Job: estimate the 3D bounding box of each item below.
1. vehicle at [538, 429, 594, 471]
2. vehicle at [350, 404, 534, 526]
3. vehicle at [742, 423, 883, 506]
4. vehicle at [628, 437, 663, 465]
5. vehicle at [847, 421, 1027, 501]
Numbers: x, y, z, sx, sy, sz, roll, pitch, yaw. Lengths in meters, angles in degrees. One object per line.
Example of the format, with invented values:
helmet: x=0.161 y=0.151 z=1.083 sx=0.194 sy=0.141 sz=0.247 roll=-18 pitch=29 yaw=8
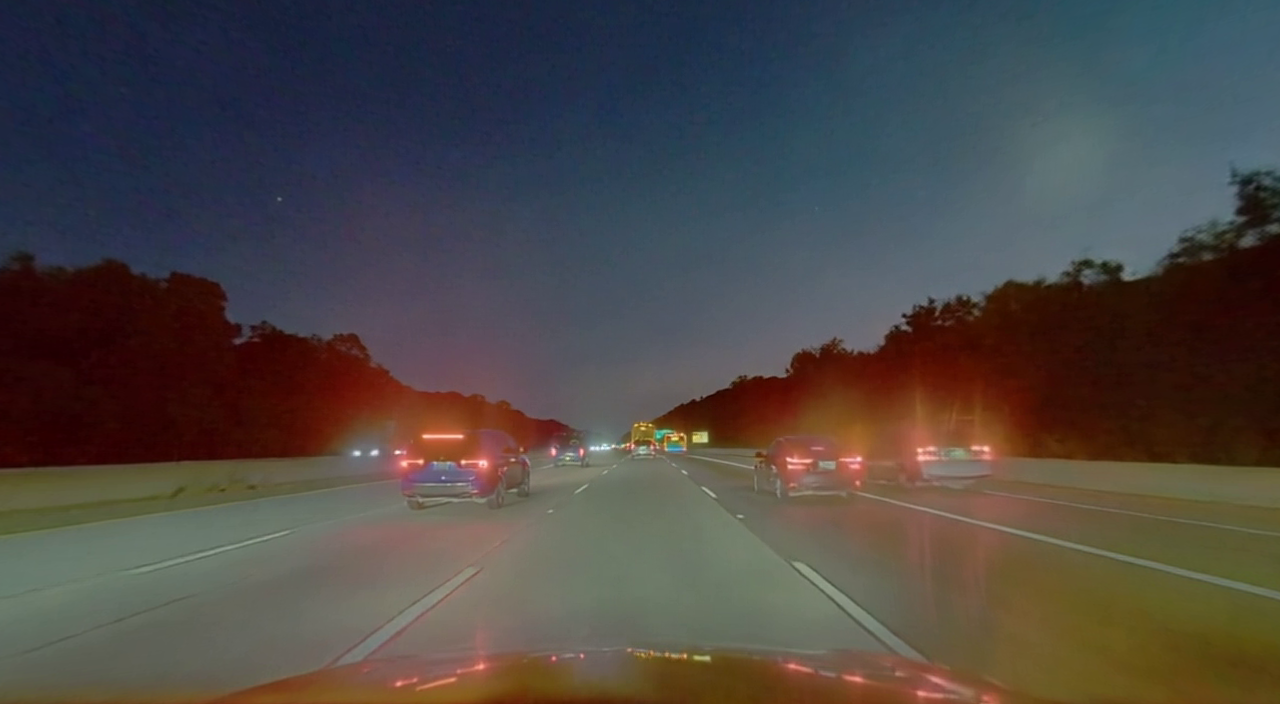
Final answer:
vehicle: x=-3.502 y=4.756 z=30.653 sx=2.155 sy=1.843 sz=4.567 roll=0 pitch=-8 yaw=0
vehicle: x=-3.490 y=2.106 z=12.208 sx=2.016 sy=1.898 sz=4.458 roll=0 pitch=-8 yaw=1
vehicle: x=3.896 y=2.643 z=15.227 sx=2.050 sy=1.661 sz=4.636 roll=0 pitch=-8 yaw=-1
vehicle: x=0.325 y=6.128 z=39.218 sx=2.042 sy=1.632 sz=3.654 roll=0 pitch=-8 yaw=0
vehicle: x=7.759 y=2.929 z=17.371 sx=2.191 sy=1.807 sz=5.692 roll=0 pitch=-8 yaw=0
